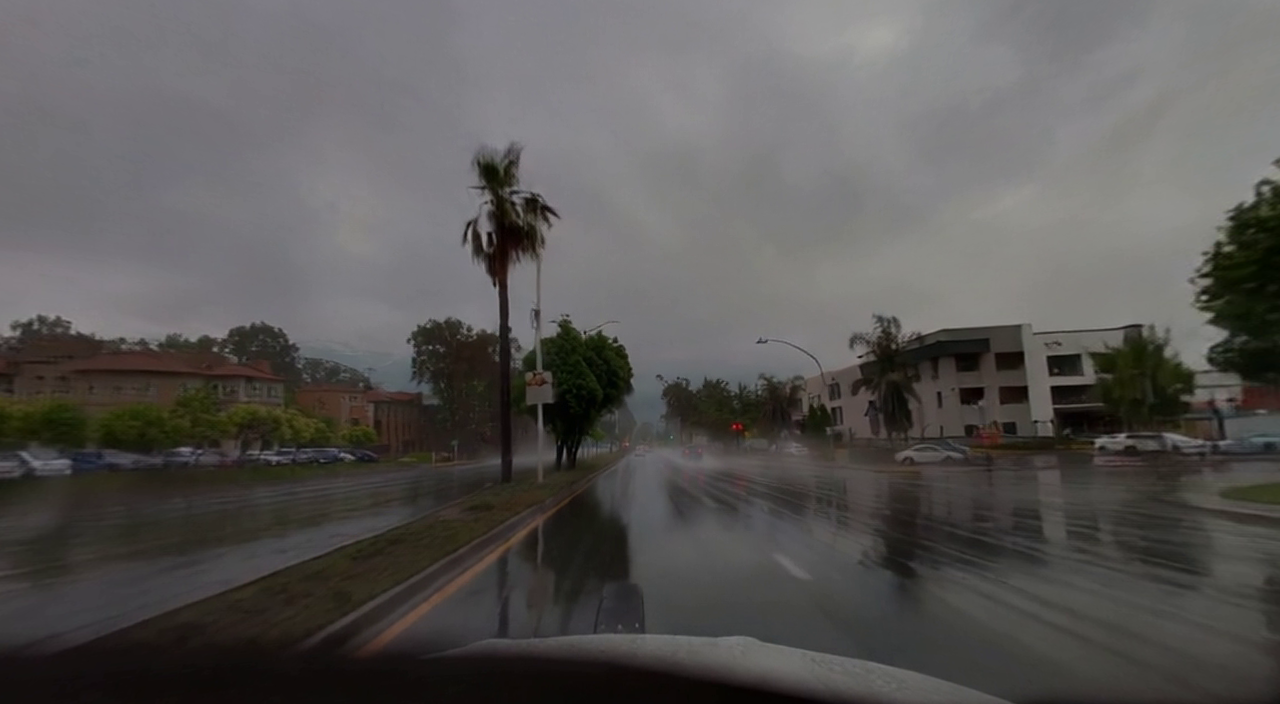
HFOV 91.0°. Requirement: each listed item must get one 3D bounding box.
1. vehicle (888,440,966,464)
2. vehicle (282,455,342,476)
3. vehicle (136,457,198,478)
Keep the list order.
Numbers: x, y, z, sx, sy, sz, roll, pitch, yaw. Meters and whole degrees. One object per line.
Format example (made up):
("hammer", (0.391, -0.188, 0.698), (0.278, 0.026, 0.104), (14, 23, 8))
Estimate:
("vehicle", (20.181, 7.070, 44.389), (4.472, 1.521, 2.090), (-1, -10, -3))
("vehicle", (-25.750, 8.907, 49.633), (1.970, 1.446, 4.674), (-3, -10, 4))
("vehicle", (-37.383, 9.123, 49.851), (1.870, 1.477, 3.984), (0, -8, -2))
